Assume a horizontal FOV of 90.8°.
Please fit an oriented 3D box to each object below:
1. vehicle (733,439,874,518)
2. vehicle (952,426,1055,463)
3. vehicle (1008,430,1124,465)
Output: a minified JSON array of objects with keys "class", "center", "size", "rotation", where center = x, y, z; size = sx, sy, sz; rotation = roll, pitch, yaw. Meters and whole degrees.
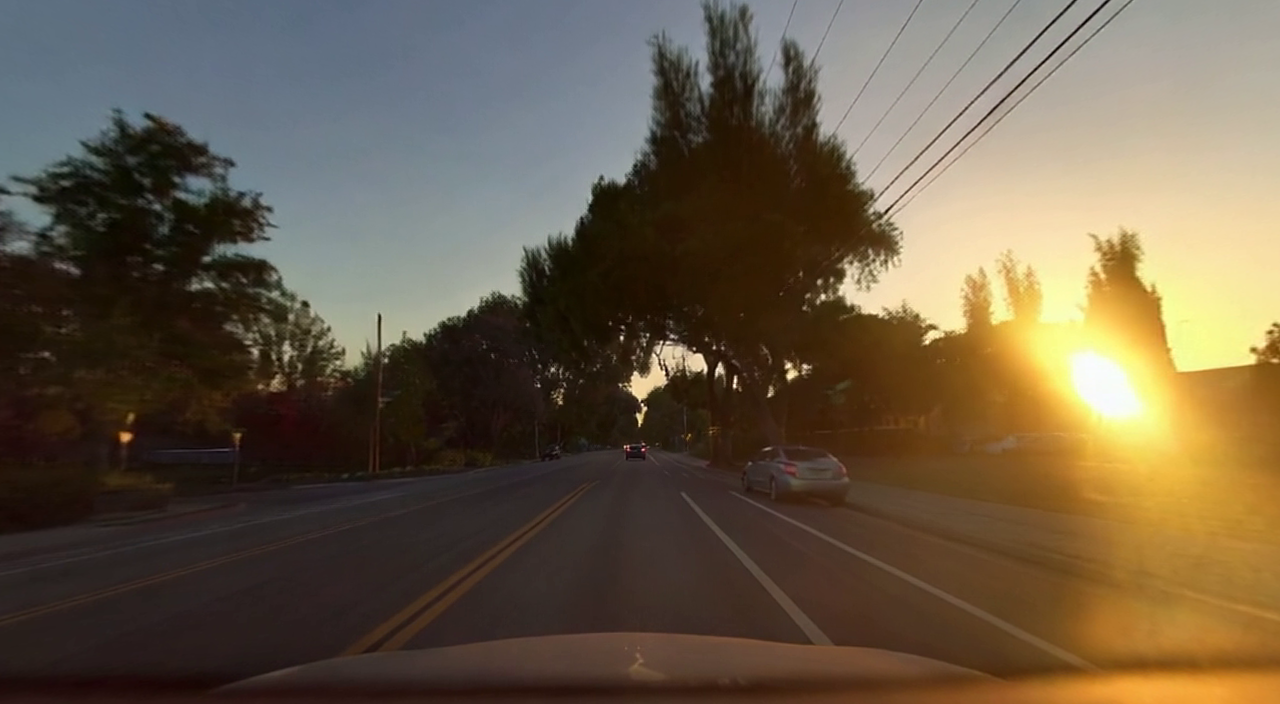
[{"class":"vehicle","center":[3.957,3.117,16.188],"size":[2.124,1.524,4.698],"rotation":[6,-9,-2]},{"class":"vehicle","center":[22.012,5.625,38.389],"size":[4.894,1.828,2.202],"rotation":[-3,-10,-8]},{"class":"vehicle","center":[21.241,4.778,31.563],"size":[4.536,1.654,1.931],"rotation":[1,-9,-7]}]
